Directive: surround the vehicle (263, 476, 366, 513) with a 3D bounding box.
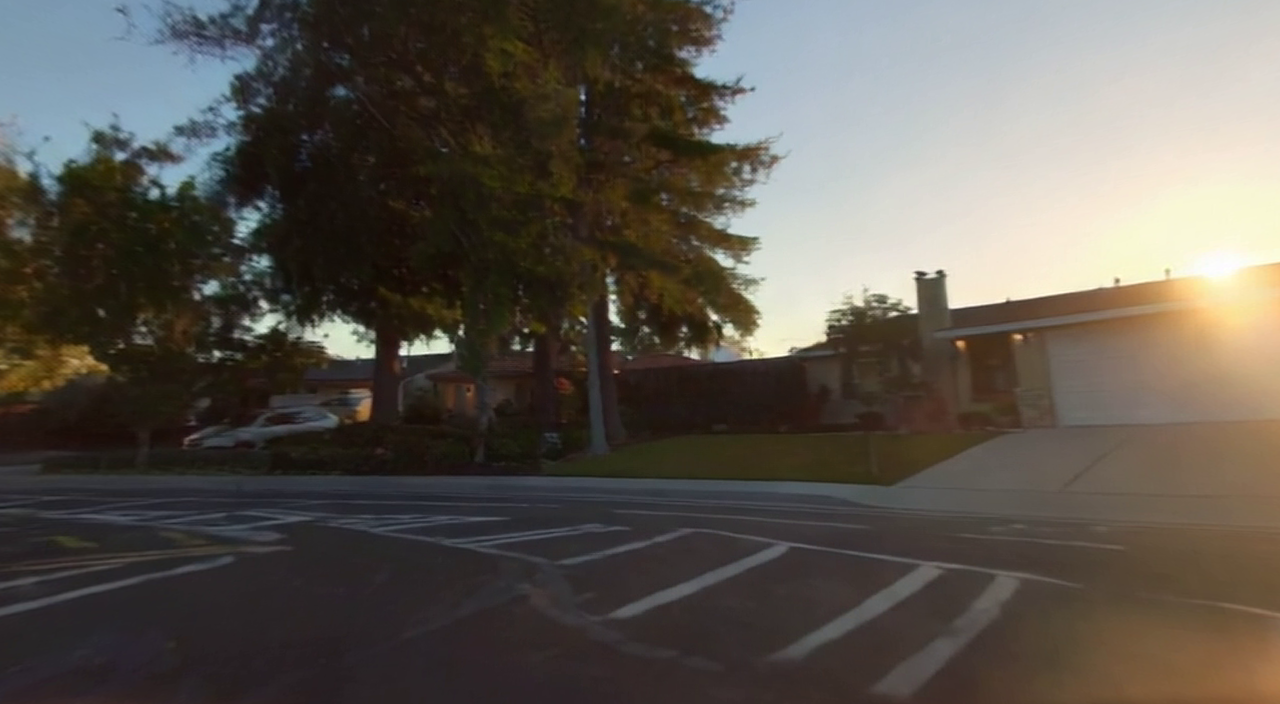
[{"bbox_3d":[-17.181,7.597,33.522,2.019,1.697,4.310,-2,-14,25],"label":"vehicle"}]

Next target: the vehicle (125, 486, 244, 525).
[{"bbox_3d":[-21.420,7.168,29.725,4.315,1.435,1.804,7,-10,-38],"label":"vehicle"}]

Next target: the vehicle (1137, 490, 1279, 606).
[{"bbox_3d":[11.303,3.518,11.874,1.860,1.477,4.629,-5,-9,24],"label":"vehicle"}]
